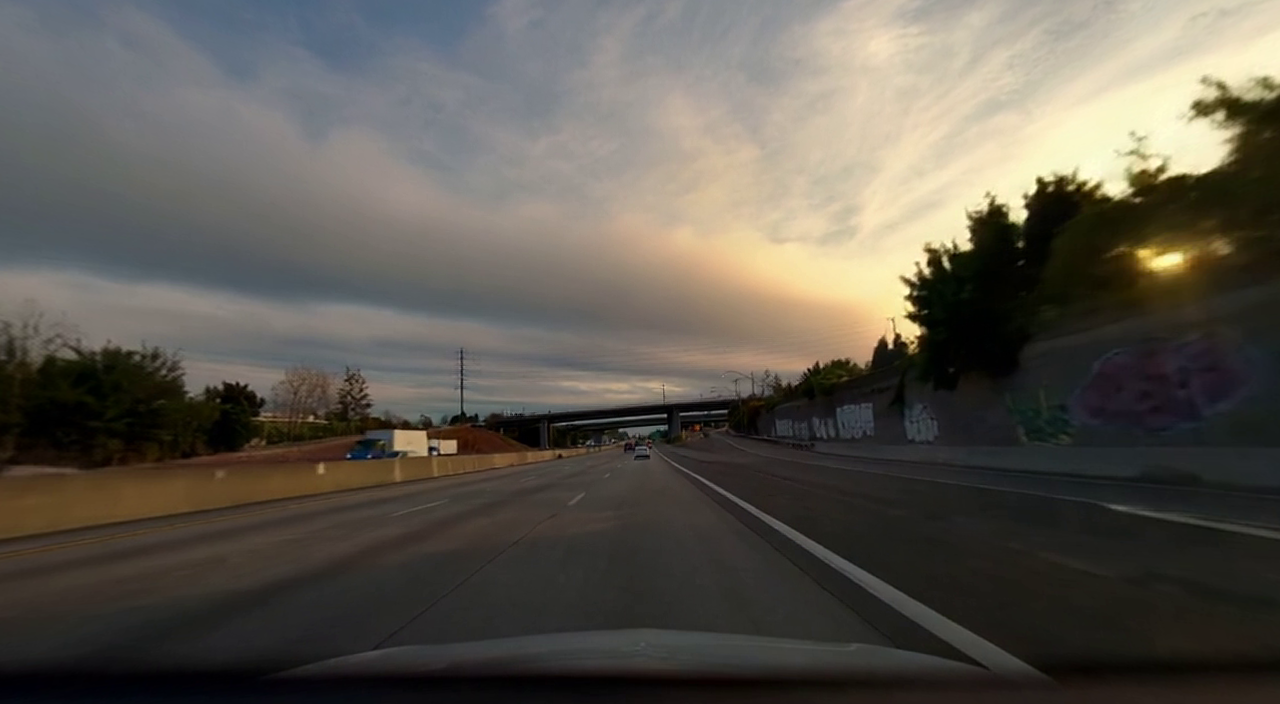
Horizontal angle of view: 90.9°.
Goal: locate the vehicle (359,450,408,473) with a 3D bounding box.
[{"bbox_3d":[-19.903,8.481,49.113,2.001,1.657,4.120,0,-9,1],"label":"vehicle"}]
